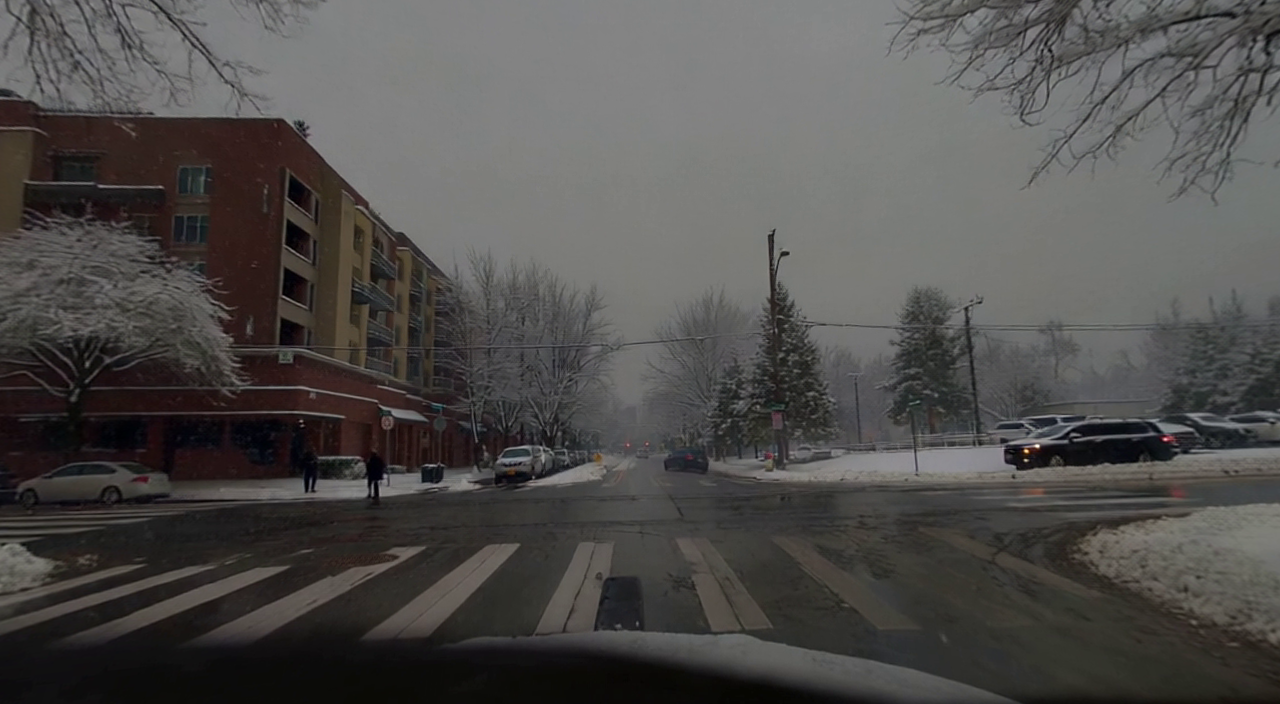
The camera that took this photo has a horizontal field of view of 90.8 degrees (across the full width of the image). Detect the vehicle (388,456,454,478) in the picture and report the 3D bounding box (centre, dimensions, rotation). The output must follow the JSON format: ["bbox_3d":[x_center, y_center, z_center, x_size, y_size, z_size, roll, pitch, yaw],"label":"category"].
[{"bbox_3d":[-16.389,8.627,47.323,4.203,1.544,1.889,-1,-8,2],"label":"vehicle"}]

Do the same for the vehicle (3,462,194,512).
[{"bbox_3d":[-17.316,4.316,20.377,4.439,1.448,1.793,0,-9,0],"label":"vehicle"}]

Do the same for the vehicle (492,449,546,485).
[{"bbox_3d":[-7.615,7.250,40.256,2.193,1.814,5.061,-9,-8,0],"label":"vehicle"}]

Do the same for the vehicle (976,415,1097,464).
[{"bbox_3d":[16.744,3.791,27.001,2.041,1.921,4.574,0,-9,-2],"label":"vehicle"}]

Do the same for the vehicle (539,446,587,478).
[{"bbox_3d":[-4.474,6.500,37.383,2.102,1.768,4.290,-1,-10,2],"label":"vehicle"}]

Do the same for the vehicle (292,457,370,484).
[{"bbox_3d":[-23.206,8.897,47.533,4.844,1.836,2.117,-1,-8,6],"label":"vehicle"}]

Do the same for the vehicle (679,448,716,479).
[{"bbox_3d":[3.198,6.169,35.217,1.942,1.603,3.785,-1,-8,5],"label":"vehicle"}]

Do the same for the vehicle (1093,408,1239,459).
[{"bbox_3d":[22.305,3.533,27.147,2.137,1.962,4.988,-1,-8,3],"label":"vehicle"}]

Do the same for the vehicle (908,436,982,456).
[{"bbox_3d":[23.016,7.087,47.775,4.528,1.475,2.070,0,-8,3],"label":"vehicle"}]
